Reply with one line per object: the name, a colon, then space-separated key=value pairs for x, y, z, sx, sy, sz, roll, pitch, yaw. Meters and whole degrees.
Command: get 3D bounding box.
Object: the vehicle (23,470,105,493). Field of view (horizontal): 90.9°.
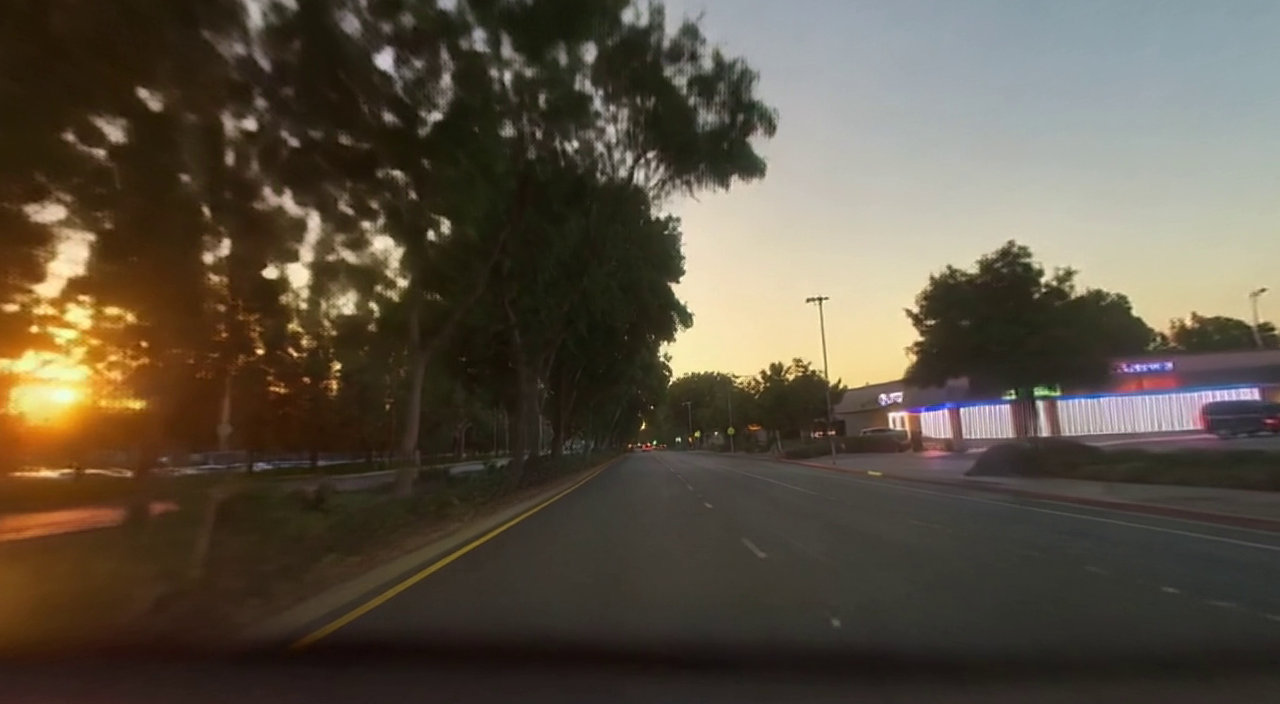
vehicle: x=-44.447 y=9.995 z=48.793 sx=1.816 sy=1.480 sz=4.786 roll=0 pitch=-9 yaw=1
